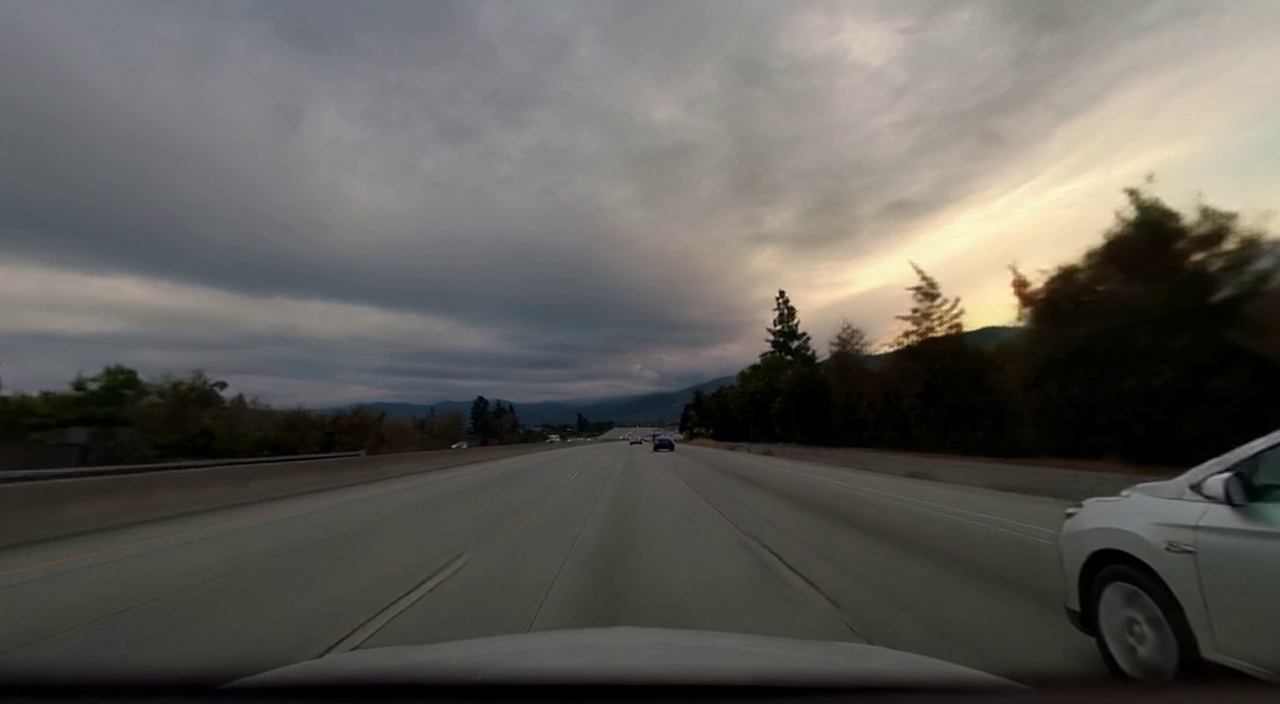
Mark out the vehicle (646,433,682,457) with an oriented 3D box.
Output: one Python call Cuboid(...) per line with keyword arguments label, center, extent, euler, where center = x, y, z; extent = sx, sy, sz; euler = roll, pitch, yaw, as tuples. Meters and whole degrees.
Cuboid(label="vehicle", center=(1.471, 5.871, 39.934), extent=(1.911, 1.449, 3.776), euler=(0, -8, -3))
